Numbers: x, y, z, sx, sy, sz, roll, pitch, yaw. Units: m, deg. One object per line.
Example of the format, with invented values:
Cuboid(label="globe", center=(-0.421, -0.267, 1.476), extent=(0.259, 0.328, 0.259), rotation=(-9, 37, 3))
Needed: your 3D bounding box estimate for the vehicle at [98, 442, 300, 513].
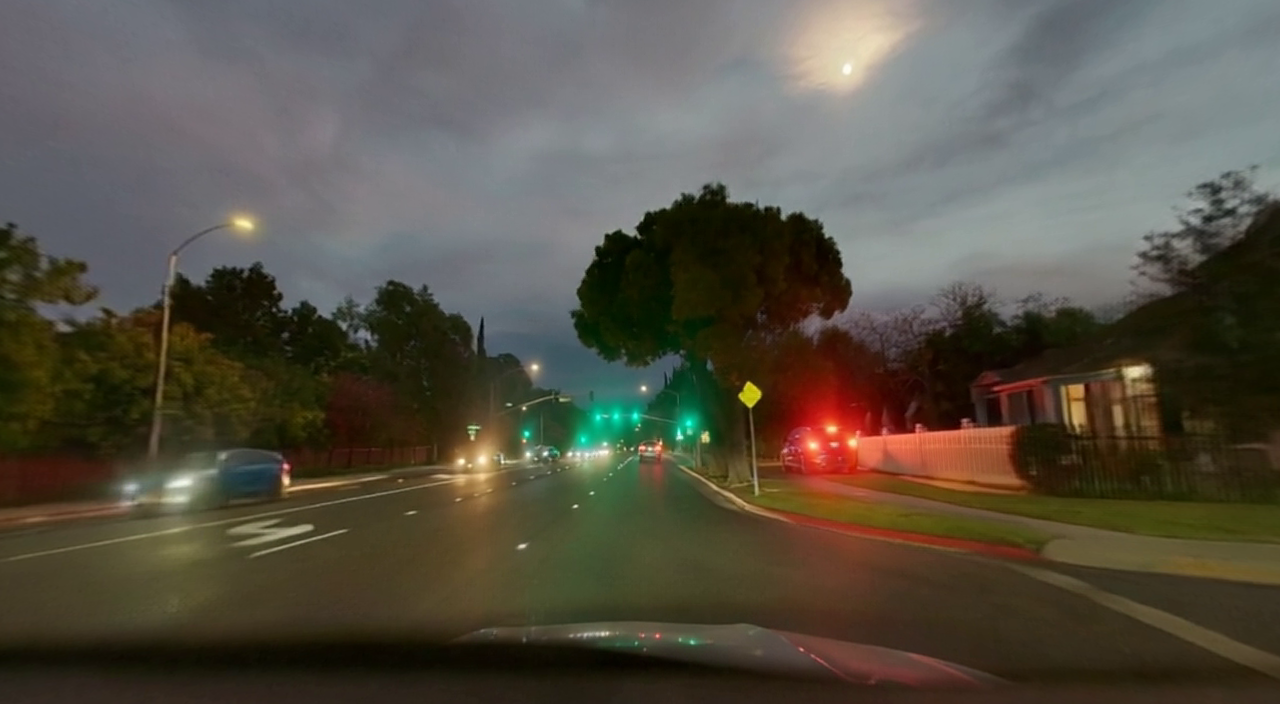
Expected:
Cuboid(label="vehicle", center=(-12.665, 3.593, 18.637), extent=(2.397, 1.802, 4.855), rotation=(0, -9, 1))

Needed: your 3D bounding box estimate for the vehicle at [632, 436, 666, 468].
Cuboid(label="vehicle", center=(0.580, 6.441, 40.809), extent=(2.059, 1.908, 4.714), rotation=(0, -8, 1))

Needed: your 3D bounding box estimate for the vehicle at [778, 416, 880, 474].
Cuboid(label="vehicle", center=(8.214, 4.164, 28.276), extent=(2.531, 2.263, 6.802), rotation=(0, -9, 1))

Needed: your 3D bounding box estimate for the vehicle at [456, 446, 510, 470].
Cuboid(label="vehicle", center=(-10.777, 7.335, 43.645), extent=(2.176, 1.528, 4.750), rotation=(-1, -9, 5))
